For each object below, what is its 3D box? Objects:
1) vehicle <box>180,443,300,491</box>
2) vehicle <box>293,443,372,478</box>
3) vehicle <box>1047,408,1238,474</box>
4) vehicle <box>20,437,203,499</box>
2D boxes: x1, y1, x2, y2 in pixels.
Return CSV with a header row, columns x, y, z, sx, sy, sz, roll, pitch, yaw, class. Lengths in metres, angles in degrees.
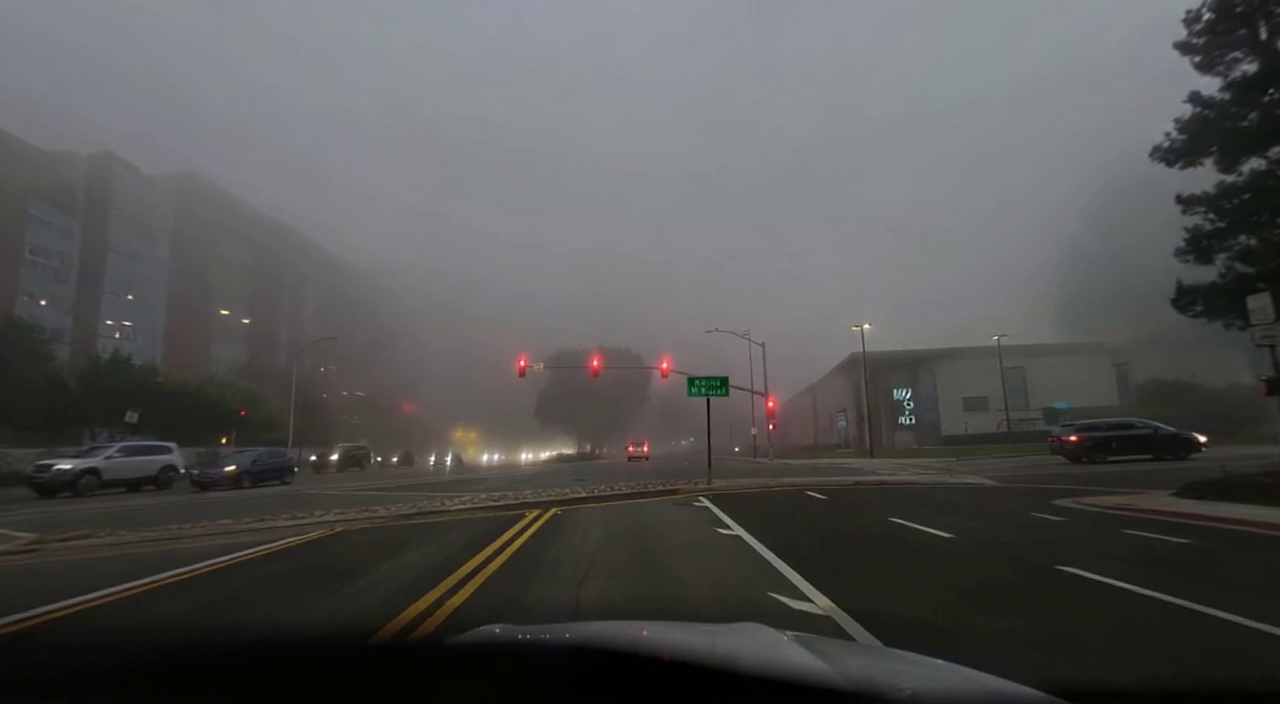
x,y,z,sx,sy,sz,roll,pitch,yaw,class
-16.561,4.737,26.472,1.962,1.735,4.577,-2,-8,1,vehicle
-19.873,6.987,41.146,2.380,1.963,5.458,-3,-8,1,vehicle
17.351,3.107,22.030,4.709,1.920,2.166,-3,-8,-1,vehicle
-20.429,4.455,24.891,2.299,2.092,5.503,-2,-8,2,vehicle
